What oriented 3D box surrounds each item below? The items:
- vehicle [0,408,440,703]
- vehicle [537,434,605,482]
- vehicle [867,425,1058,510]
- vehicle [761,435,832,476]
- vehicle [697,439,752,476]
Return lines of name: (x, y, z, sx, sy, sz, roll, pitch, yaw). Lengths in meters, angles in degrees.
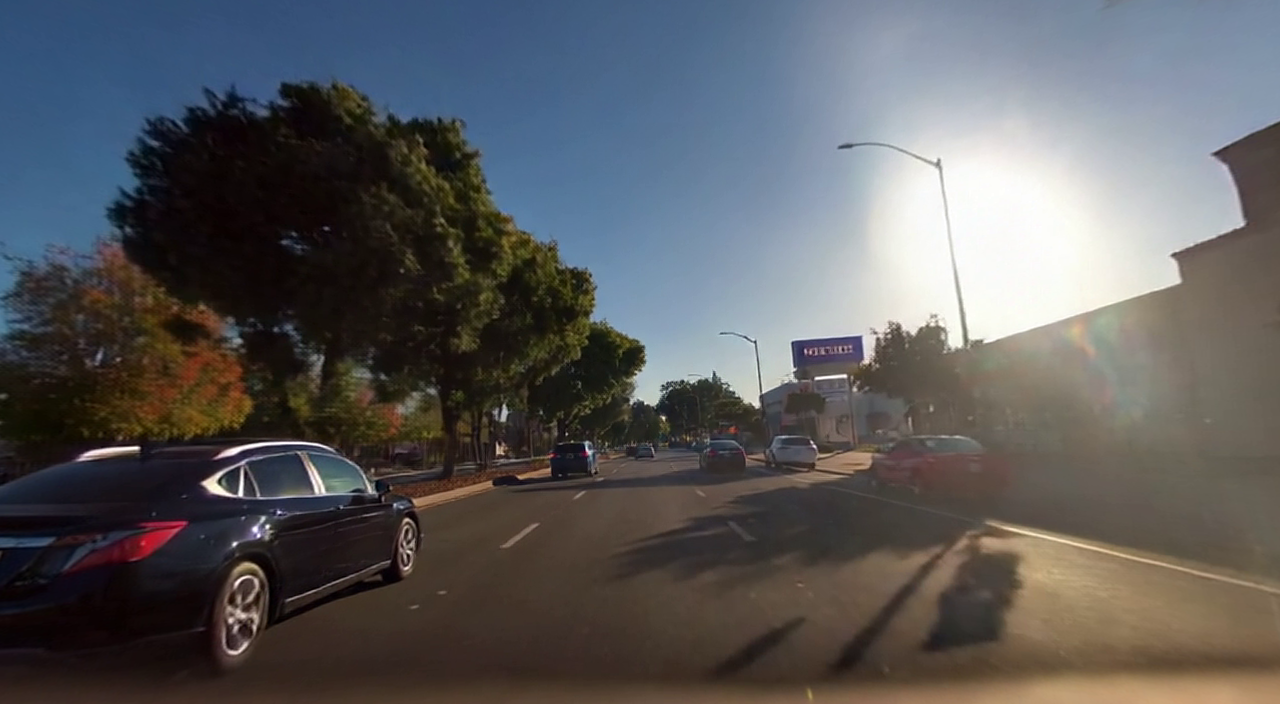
vehicle: (-3.234, 1.275, 4.505, 1.956, 1.460, 4.802, 0, -8, 1)
vehicle: (-2.708, 4.309, 25.917, 2.193, 1.788, 4.603, 0, -8, 1)
vehicle: (7.362, 2.678, 15.100, 2.089, 1.678, 4.725, 0, -8, 1)
vehicle: (7.545, 5.031, 30.896, 2.198, 1.788, 4.941, 1, -8, 0)
vehicle: (3.728, 4.719, 28.482, 1.904, 1.490, 4.299, 0, -8, 0)
